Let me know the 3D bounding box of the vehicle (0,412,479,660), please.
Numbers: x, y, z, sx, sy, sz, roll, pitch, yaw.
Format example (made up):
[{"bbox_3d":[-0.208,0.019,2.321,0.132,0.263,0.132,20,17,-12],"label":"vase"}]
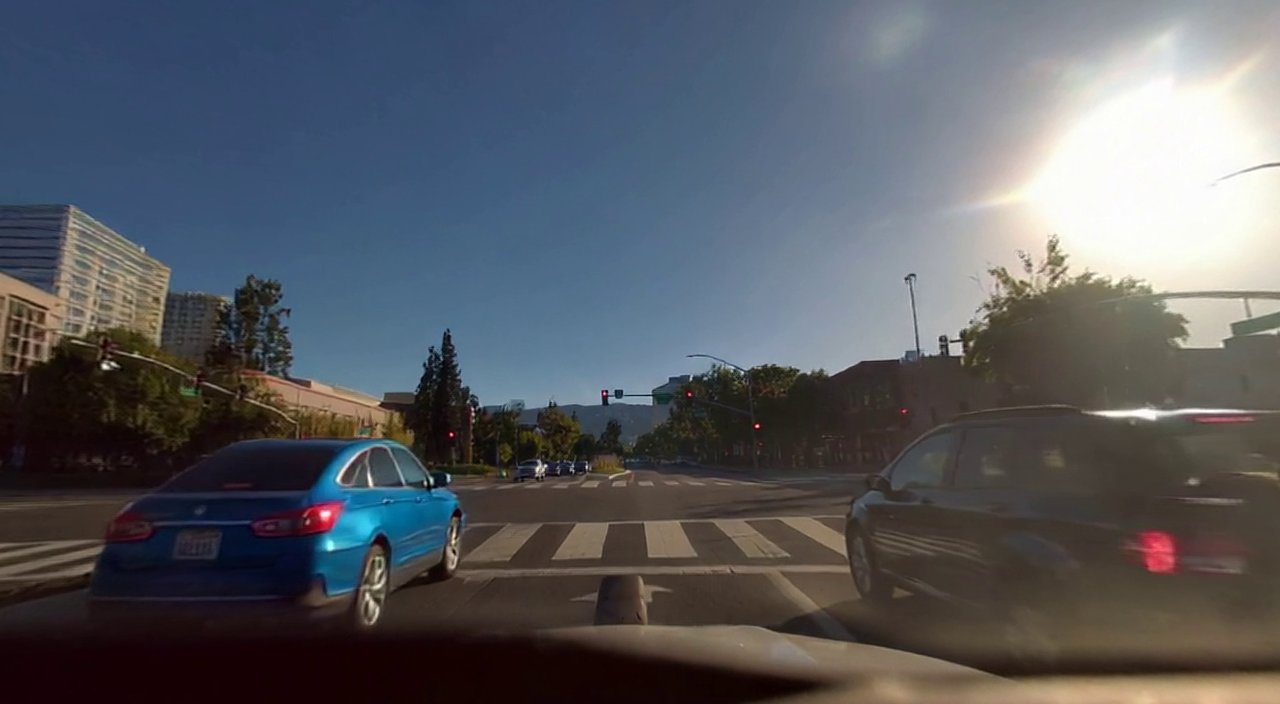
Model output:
[{"bbox_3d":[-3.021,1.423,5.856,1.969,1.513,3.773,0,-9,1],"label":"vehicle"}]

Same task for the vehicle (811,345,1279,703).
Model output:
[{"bbox_3d":[2.883,1.134,4.368,2.099,1.671,4.491,0,-9,0],"label":"vehicle"}]
